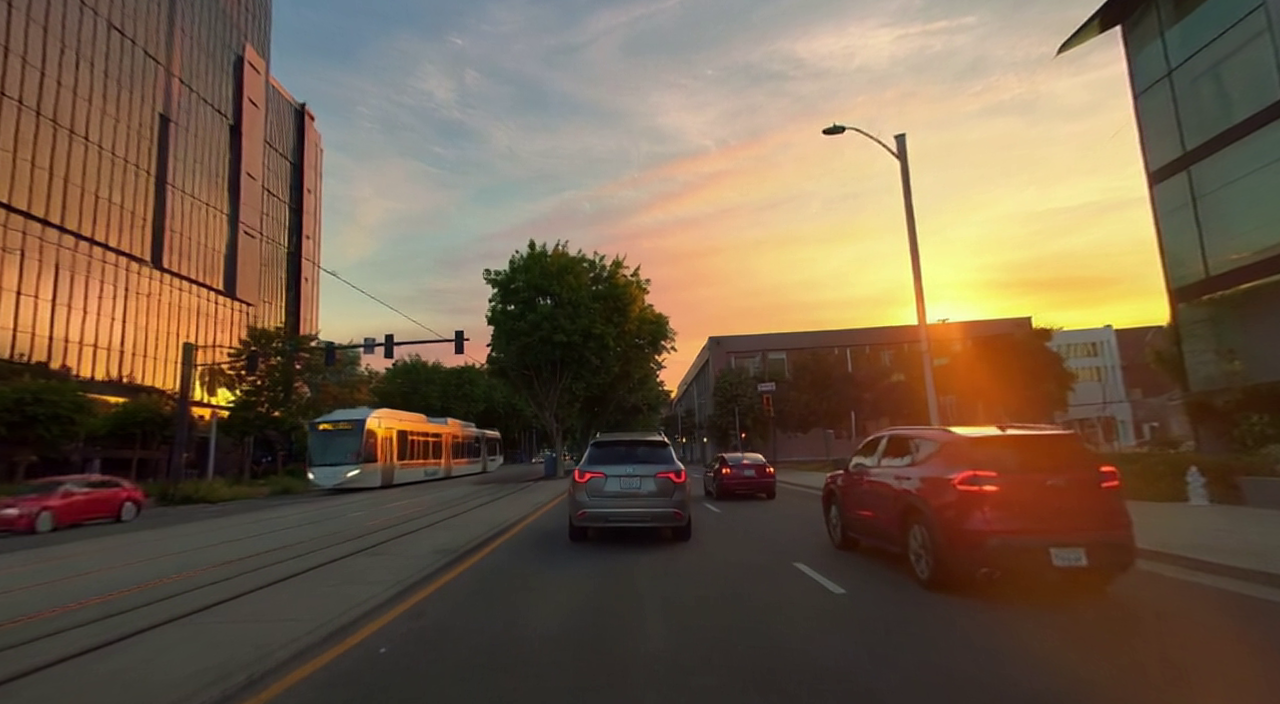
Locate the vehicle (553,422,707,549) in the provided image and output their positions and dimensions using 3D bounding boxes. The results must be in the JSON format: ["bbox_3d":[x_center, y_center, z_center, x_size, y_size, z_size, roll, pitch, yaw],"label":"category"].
[{"bbox_3d":[-0.210,2.225,11.174,2.178,1.779,4.255,0,-9,-2],"label":"vehicle"}]

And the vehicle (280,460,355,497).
[{"bbox_3d":[-18.692,7.320,36.946,1.933,1.919,4.913,0,-9,-2],"label":"vehicle"}]

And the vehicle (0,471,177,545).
[{"bbox_3d":[-14.898,3.927,16.479,2.077,1.458,4.718,0,-9,0],"label":"vehicle"}]

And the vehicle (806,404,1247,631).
[{"bbox_3d":[3.578,1.612,7.218,2.029,1.717,4.624,0,-9,-1],"label":"vehicle"}]

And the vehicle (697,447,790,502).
[{"bbox_3d":[3.064,3.720,19.669,1.993,1.480,4.324,0,-9,-2],"label":"vehicle"}]

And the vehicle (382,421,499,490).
[{"bbox_3d":[-10.926,5.834,36.162,3.053,3.359,10.539,0,-9,1],"label":"vehicle"}]
